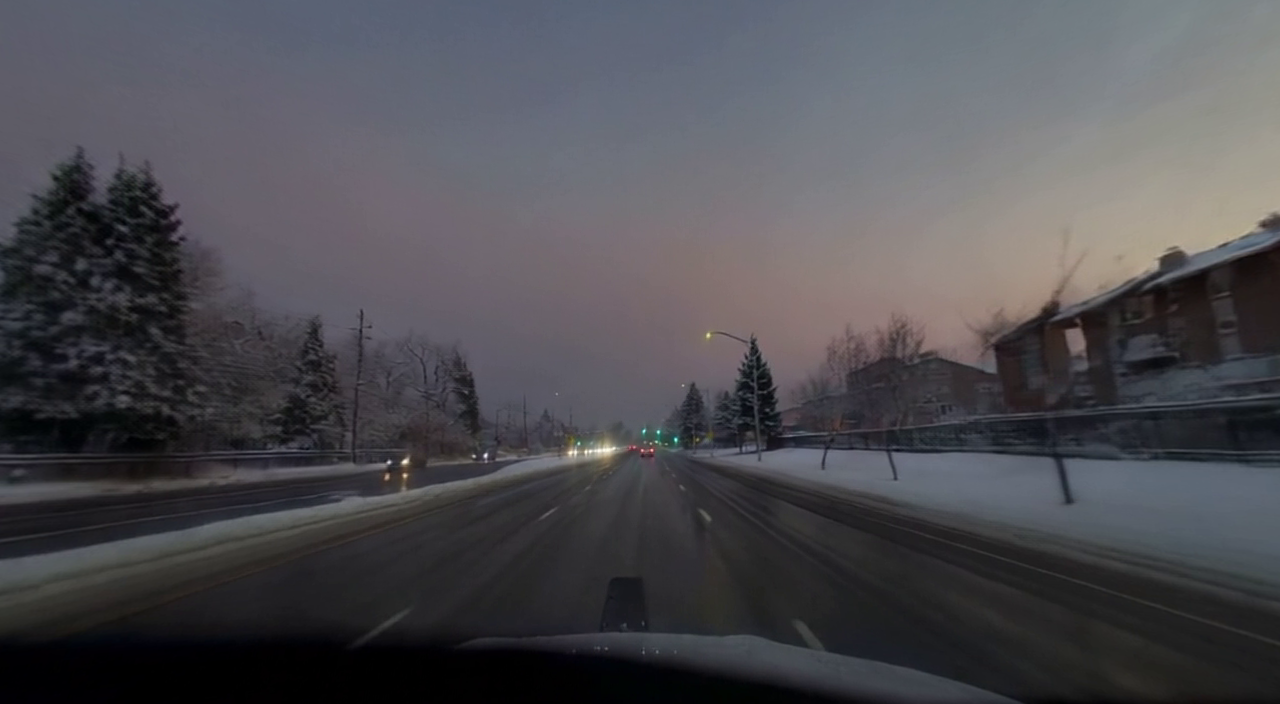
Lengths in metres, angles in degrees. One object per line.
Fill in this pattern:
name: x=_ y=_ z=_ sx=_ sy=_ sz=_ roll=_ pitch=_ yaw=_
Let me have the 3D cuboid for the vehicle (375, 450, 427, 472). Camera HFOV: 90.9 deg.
vehicle: x=-17.808 y=8.111 z=47.149 sx=1.874 sy=1.467 sz=4.649 roll=-2 pitch=-9 yaw=3
